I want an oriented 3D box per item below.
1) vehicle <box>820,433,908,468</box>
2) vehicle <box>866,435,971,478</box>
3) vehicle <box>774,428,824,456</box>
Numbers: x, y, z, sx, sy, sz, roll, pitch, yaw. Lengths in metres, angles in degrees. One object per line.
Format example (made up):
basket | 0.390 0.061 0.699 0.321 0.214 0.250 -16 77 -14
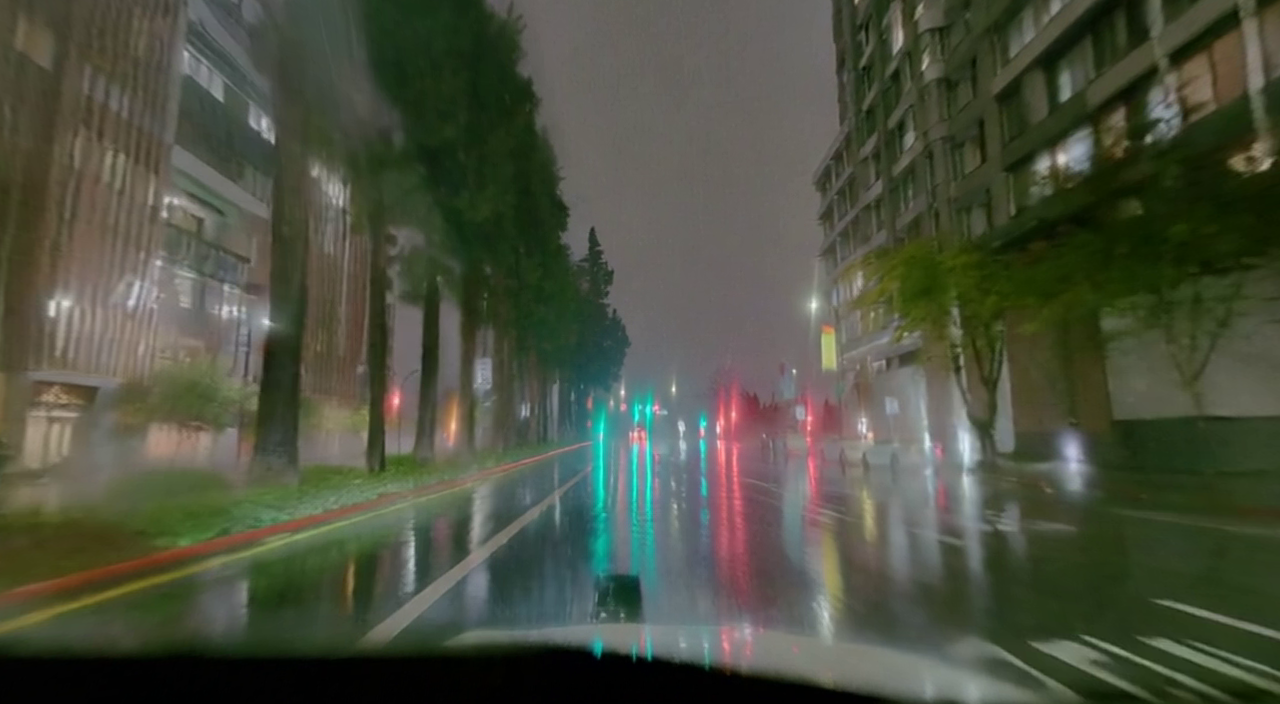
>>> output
vehicle | 10.618 4.739 30.419 1.977 1.519 4.953 1 -9 -6
vehicle | 10.674 4.047 24.641 1.927 1.489 4.532 0 -8 -1
vehicle | 10.434 5.981 41.815 1.947 1.716 4.861 0 -8 -1
